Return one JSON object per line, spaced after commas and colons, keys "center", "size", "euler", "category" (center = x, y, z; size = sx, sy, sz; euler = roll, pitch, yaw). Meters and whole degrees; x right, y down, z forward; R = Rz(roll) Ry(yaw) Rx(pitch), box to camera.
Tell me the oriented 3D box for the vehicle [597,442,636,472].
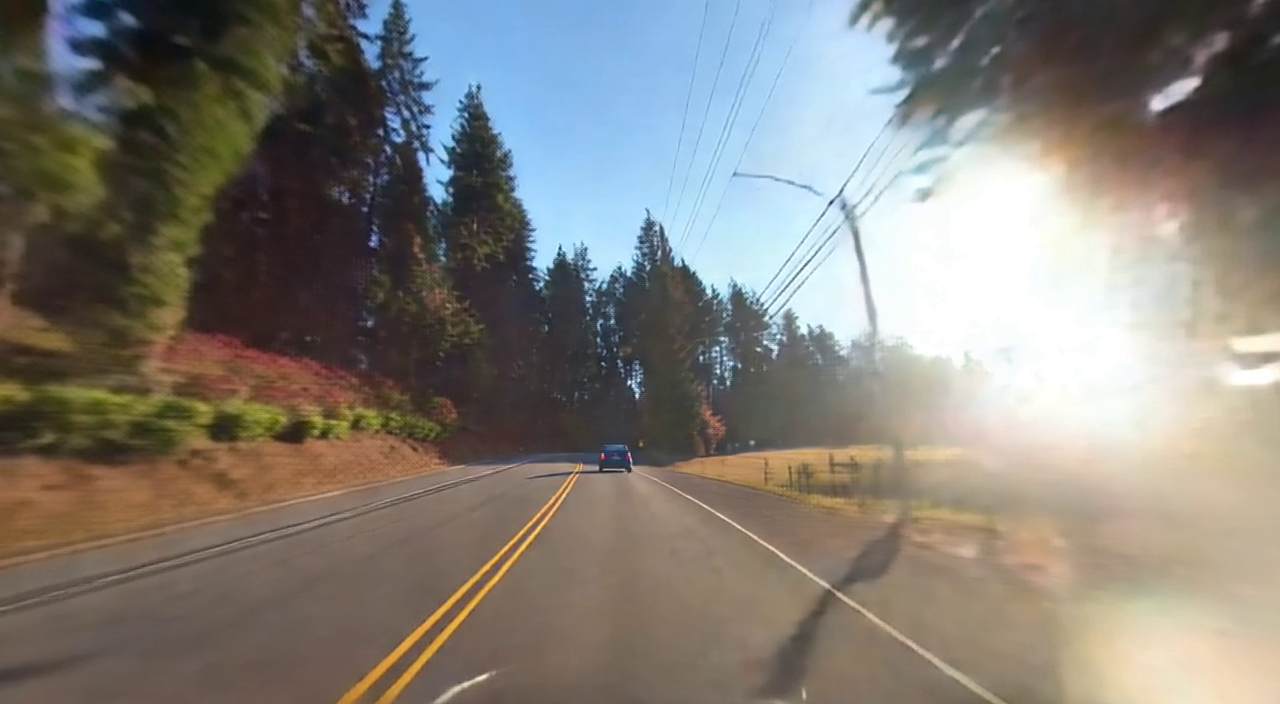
{"center": [-1.401, 5.980, 36.133], "size": [2.059, 1.524, 3.963], "euler": [2, -9, -4], "category": "vehicle"}
